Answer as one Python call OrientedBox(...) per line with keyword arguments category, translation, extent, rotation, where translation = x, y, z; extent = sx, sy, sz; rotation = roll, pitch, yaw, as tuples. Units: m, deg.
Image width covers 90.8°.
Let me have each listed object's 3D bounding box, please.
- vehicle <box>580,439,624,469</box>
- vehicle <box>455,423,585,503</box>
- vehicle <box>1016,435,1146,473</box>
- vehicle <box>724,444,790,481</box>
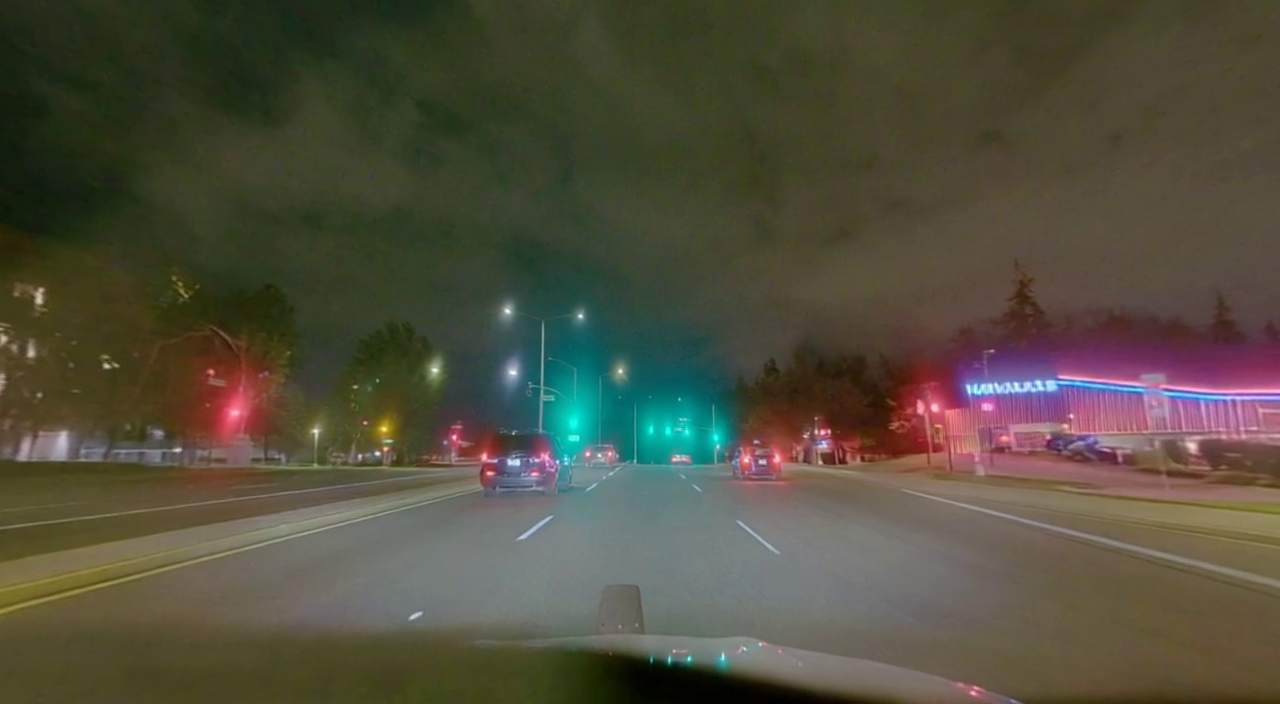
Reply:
OrientedBox(category="vehicle", translation=(-2.457, 6.783, 42.174), extent=(2.305, 1.833, 4.912), rotation=(-1, -9, 4))
OrientedBox(category="vehicle", translation=(-3.084, 3.040, 17.750), extent=(2.450, 1.866, 5.416), rotation=(0, -9, 1))
OrientedBox(category="vehicle", translation=(20.143, 4.654, 28.897), extent=(4.972, 1.547, 2.226), rotation=(2, -10, -20))
OrientedBox(category="vehicle", translation=(4.992, 4.786, 27.608), extent=(1.960, 1.471, 4.378), rotation=(0, -9, -1))
